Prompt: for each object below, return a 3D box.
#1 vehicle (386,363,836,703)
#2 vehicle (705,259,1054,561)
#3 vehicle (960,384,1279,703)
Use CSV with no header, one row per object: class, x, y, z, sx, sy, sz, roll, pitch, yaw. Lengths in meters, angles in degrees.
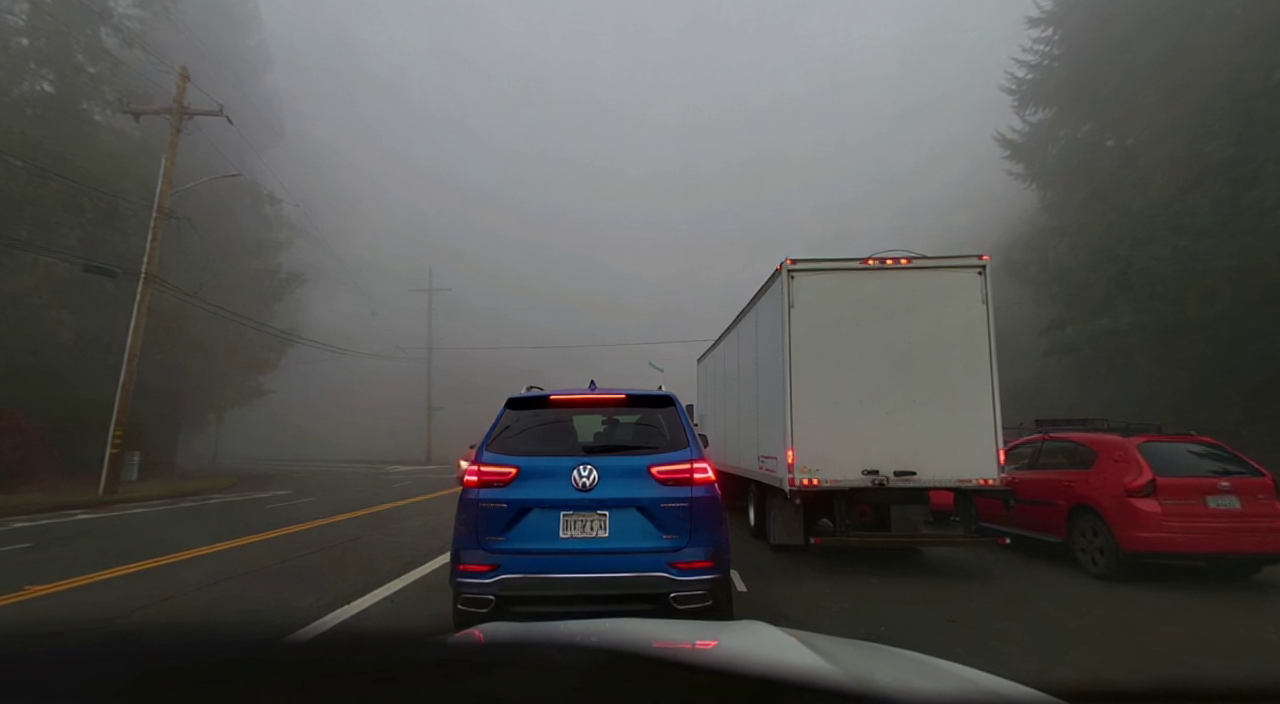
vehicle,-0.132,1.228,5.160,2.114,1.732,4.230,0,-8,0
vehicle,3.226,1.262,11.827,2.915,3.559,8.848,0,-8,-1
vehicle,2.835,0.748,1.197,1.971,1.484,4.728,0,-8,0
